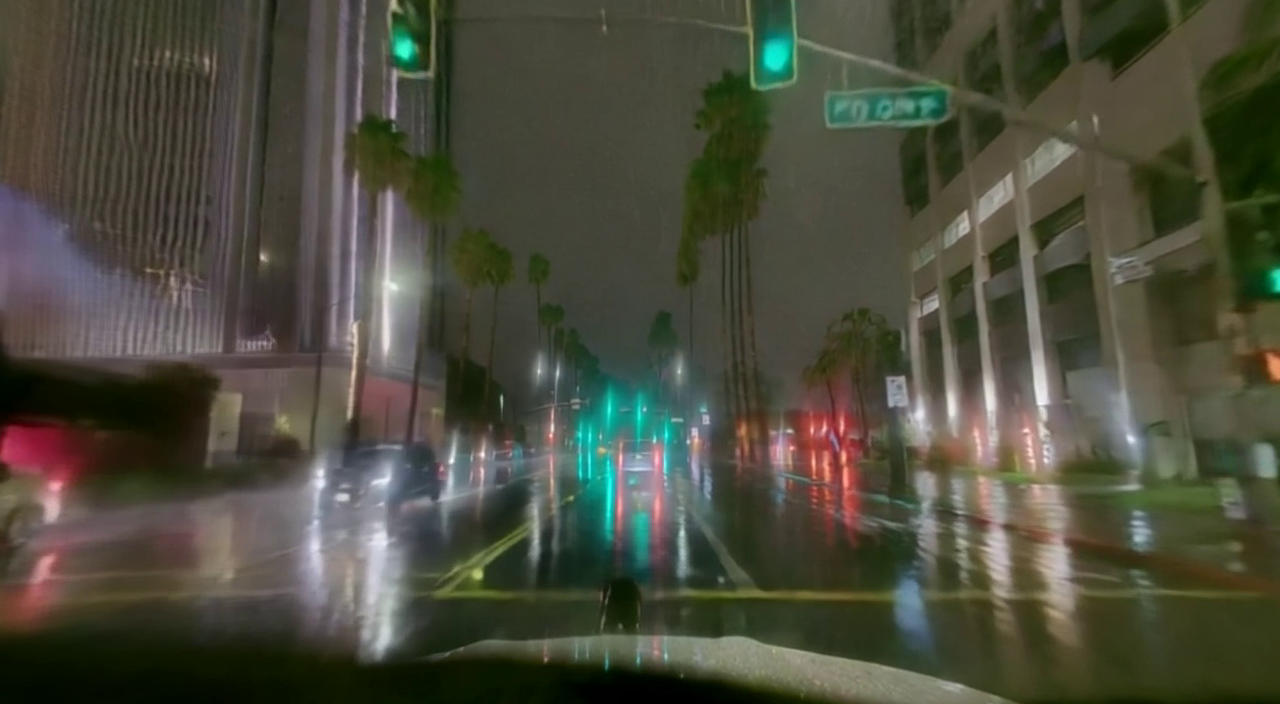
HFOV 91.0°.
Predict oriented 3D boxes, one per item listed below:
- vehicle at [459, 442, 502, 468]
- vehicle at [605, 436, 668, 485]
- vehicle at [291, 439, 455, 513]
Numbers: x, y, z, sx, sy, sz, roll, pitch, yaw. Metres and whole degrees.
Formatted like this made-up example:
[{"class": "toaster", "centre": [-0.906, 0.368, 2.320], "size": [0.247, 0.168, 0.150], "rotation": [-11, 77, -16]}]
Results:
[{"class": "vehicle", "centre": [-12.203, 7.850, 48.424], "size": [1.981, 1.803, 4.835], "rotation": [0, -8, 1]}, {"class": "vehicle", "centre": [-0.130, 3.974, 23.550], "size": [2.145, 1.632, 3.972], "rotation": [0, -8, 0]}, {"class": "vehicle", "centre": [-6.179, 2.865, 15.255], "size": [1.951, 1.476, 4.452], "rotation": [0, -8, 1]}]
